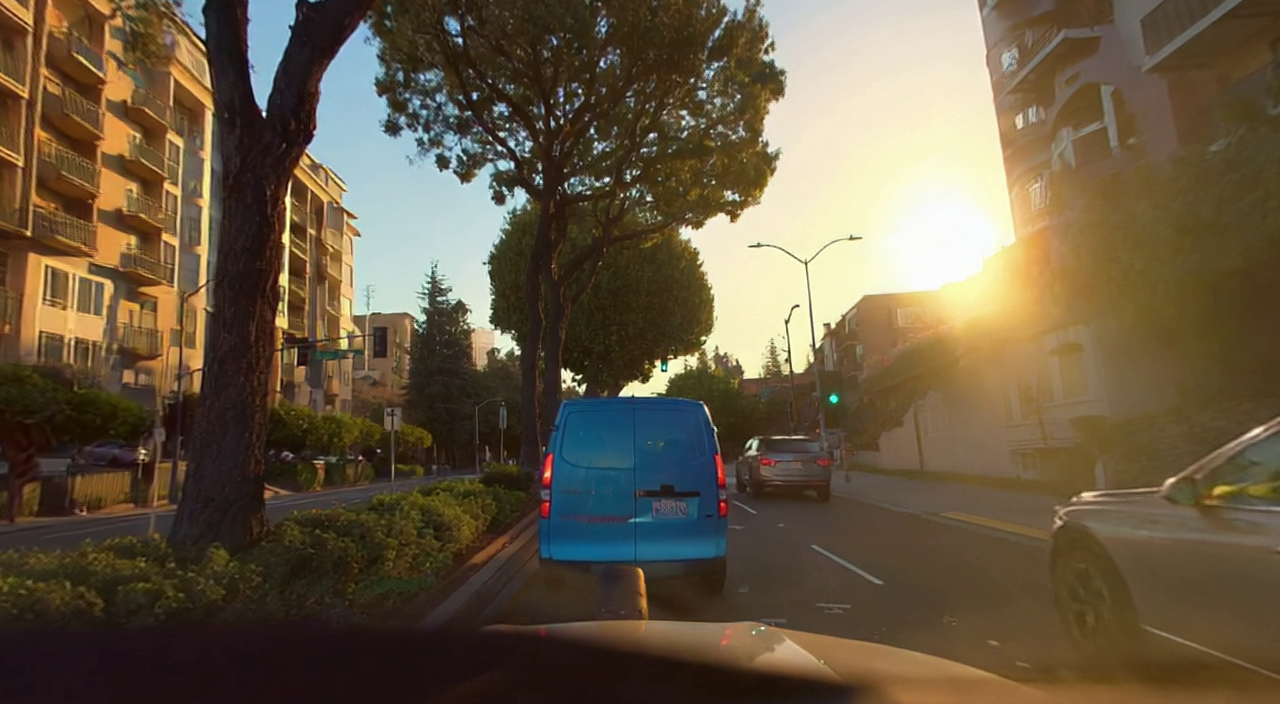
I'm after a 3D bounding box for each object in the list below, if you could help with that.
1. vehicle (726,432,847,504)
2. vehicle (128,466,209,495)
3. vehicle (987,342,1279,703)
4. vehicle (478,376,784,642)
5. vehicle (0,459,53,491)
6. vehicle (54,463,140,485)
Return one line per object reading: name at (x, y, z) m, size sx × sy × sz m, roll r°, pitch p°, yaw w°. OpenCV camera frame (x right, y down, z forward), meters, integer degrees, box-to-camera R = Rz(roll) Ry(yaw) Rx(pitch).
vehicle at (3.799, 3.111, 17.334) m, size 2.061 × 1.676 × 4.734 m, roll 0°, pitch -9°, yaw -2°
vehicle at (-33.250, 9.073, 44.509) m, size 4.292 × 1.492 × 1.772 m, roll -6°, pitch -14°, yaw -1°
vehicle at (3.805, 0.855, 2.785) m, size 2.157 × 1.748 × 4.130 m, roll 0°, pitch -9°, yaw 0°
vehicle at (-0.049, 1.406, 6.583) m, size 2.101 × 1.828 × 4.270 m, roll 0°, pitch -9°, yaw 0°
vehicle at (-35.492, 6.848, 35.177) m, size 3.843 × 1.680 × 1.782 m, roll -1°, pitch -9°, yaw 7°
vehicle at (-38.382, 8.626, 44.636) m, size 4.396 × 1.458 × 1.809 m, roll -1°, pitch -9°, yaw 2°
